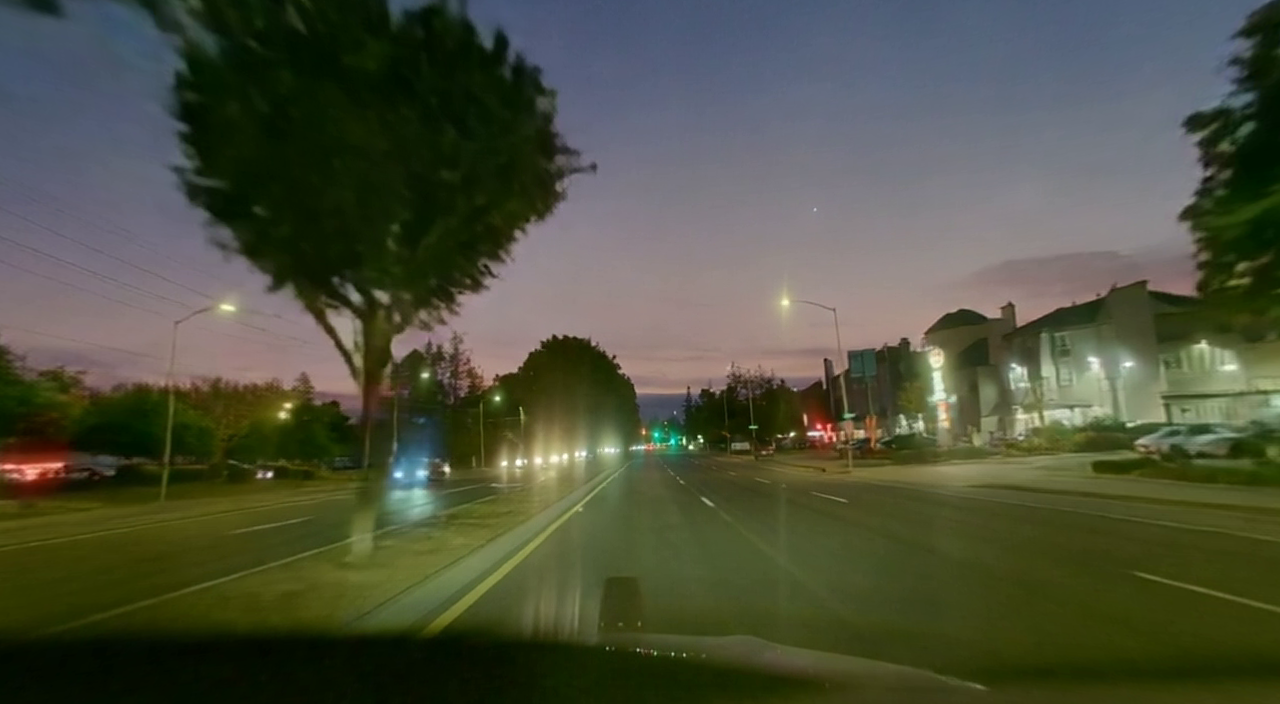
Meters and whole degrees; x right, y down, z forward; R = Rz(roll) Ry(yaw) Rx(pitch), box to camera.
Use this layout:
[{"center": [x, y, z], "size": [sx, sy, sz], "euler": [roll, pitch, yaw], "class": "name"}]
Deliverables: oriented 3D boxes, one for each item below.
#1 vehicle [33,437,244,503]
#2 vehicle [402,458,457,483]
[{"center": [-36.056, 8.687, 47.133], "size": [2.908, 3.933, 16.577], "euler": [-1, -10, -2], "class": "vehicle"}, {"center": [-13.392, 7.533, 40.356], "size": [1.858, 1.454, 4.524], "euler": [-1, -9, 2], "class": "vehicle"}]
